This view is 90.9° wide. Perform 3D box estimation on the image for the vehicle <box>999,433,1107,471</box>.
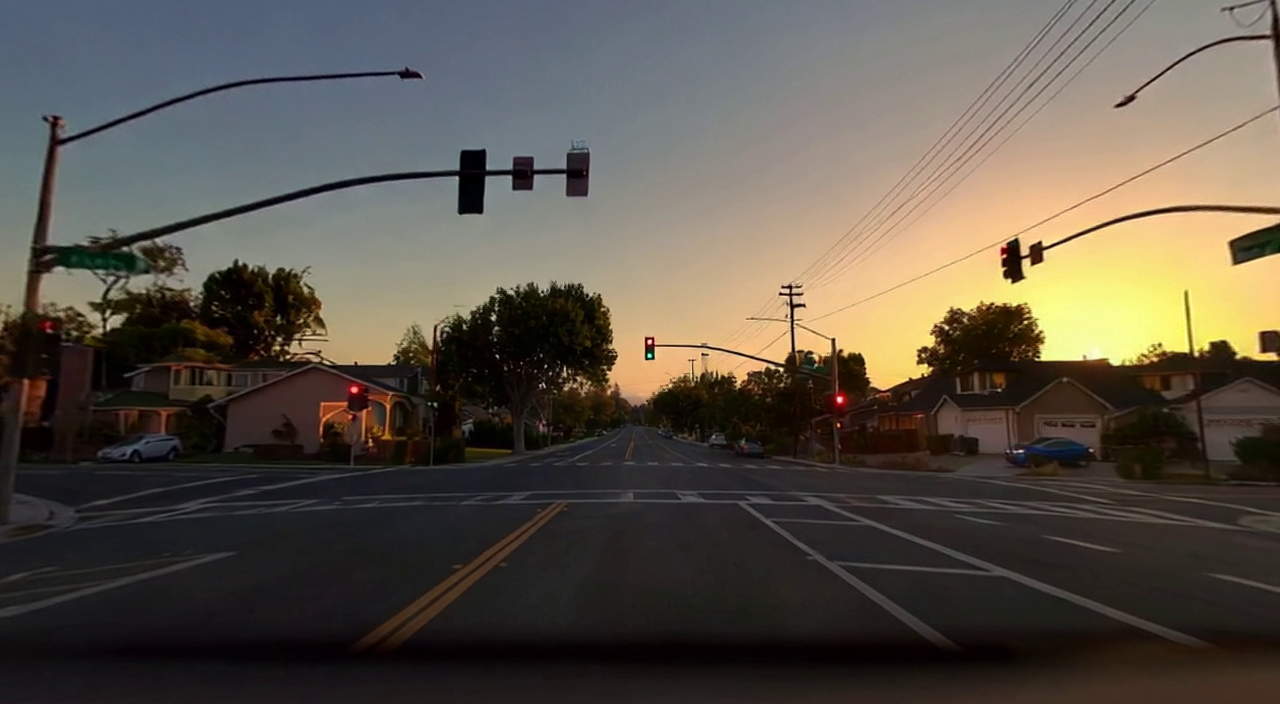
[{"bbox_3d":[22.885,5.568,35.218,2.030,1.927,4.853,2,-9,-14],"label":"vehicle"}]
